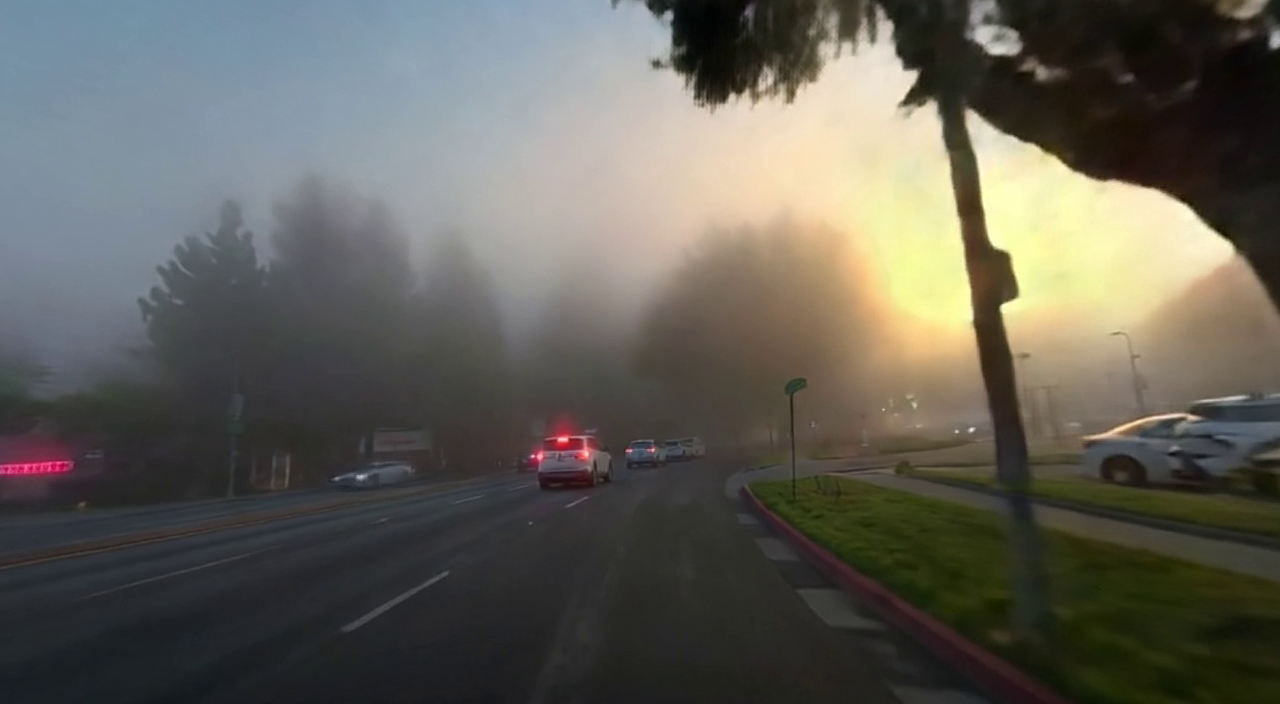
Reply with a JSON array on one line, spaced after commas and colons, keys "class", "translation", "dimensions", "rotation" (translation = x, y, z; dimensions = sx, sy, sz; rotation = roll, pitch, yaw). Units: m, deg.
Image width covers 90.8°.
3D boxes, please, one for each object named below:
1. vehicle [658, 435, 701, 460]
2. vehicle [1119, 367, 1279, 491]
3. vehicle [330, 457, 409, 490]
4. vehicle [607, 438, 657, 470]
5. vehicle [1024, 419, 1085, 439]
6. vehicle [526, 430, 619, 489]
[{"class": "vehicle", "translation": [3.060, 7.268, 48.119], "dimensions": [2.167, 1.832, 4.679], "rotation": [-3, -9, 18]}, {"class": "vehicle", "translation": [11.820, 1.349, 11.041], "dimensions": [5.004, 1.938, 2.221], "rotation": [0, -8, 1]}, {"class": "vehicle", "translation": [-14.883, 6.695, 35.084], "dimensions": [1.861, 1.482, 4.434], "rotation": [-5, -9, 11]}, {"class": "vehicle", "translation": [-0.376, 5.672, 35.458], "dimensions": [2.002, 1.664, 4.113], "rotation": [-2, -8, 11]}, {"class": "vehicle", "translation": [31.628, 5.926, 48.199], "dimensions": [4.106, 1.450, 1.901], "rotation": [4, -9, -26]}, {"class": "vehicle", "translation": [-2.268, 3.802, 22.682], "dimensions": [2.168, 1.783, 4.695], "rotation": [-3, -9, 8]}]
